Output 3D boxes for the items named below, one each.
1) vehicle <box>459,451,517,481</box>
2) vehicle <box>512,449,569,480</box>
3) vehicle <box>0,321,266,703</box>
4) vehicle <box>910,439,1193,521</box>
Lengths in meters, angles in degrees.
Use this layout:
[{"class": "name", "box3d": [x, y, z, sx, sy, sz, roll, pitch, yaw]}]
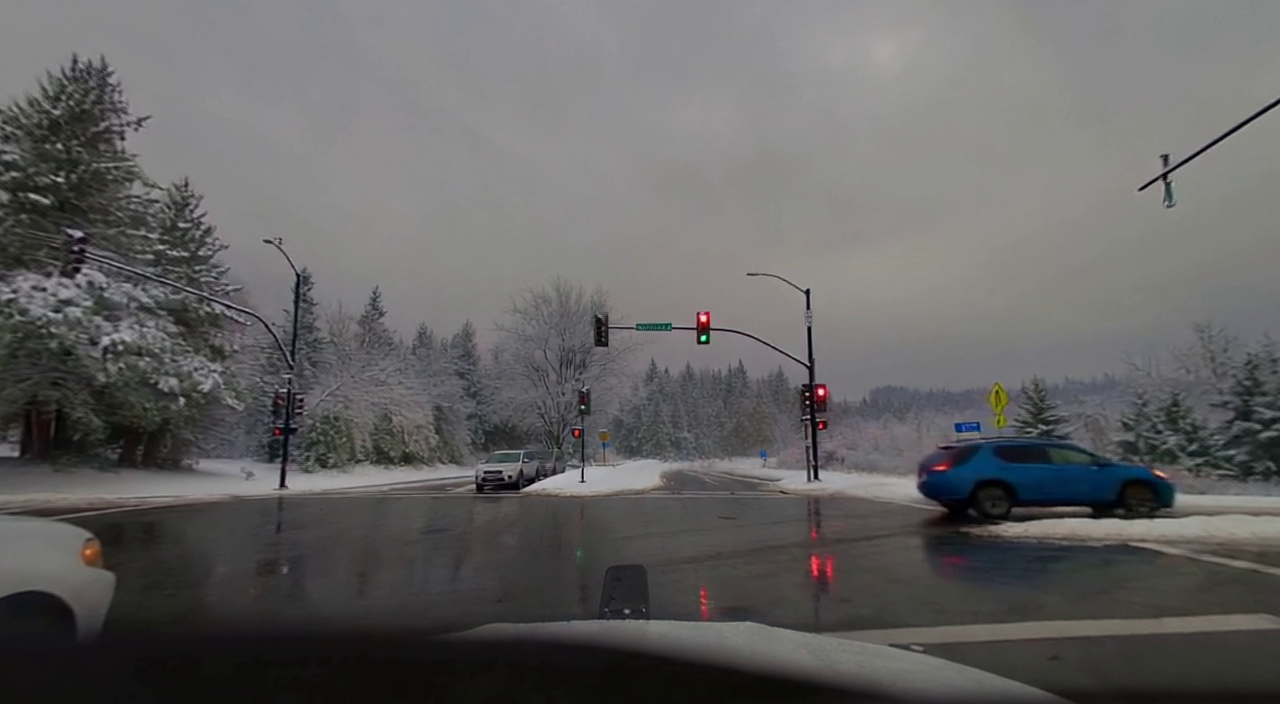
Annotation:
[{"class": "vehicle", "box3d": [-8.000, 6.006, 33.481, 1.960, 1.433, 4.213, 0, -8, 1]}, {"class": "vehicle", "box3d": [-5.195, 5.923, 33.535, 2.107, 1.456, 4.728, 0, -8, 2]}, {"class": "vehicle", "box3d": [-3.456, 0.669, 1.528, 2.242, 1.761, 4.505, 0, -8, 1]}, {"class": "vehicle", "box3d": [8.066, 2.521, 12.686, 4.404, 1.486, 1.841, 0, -8, -2]}]
